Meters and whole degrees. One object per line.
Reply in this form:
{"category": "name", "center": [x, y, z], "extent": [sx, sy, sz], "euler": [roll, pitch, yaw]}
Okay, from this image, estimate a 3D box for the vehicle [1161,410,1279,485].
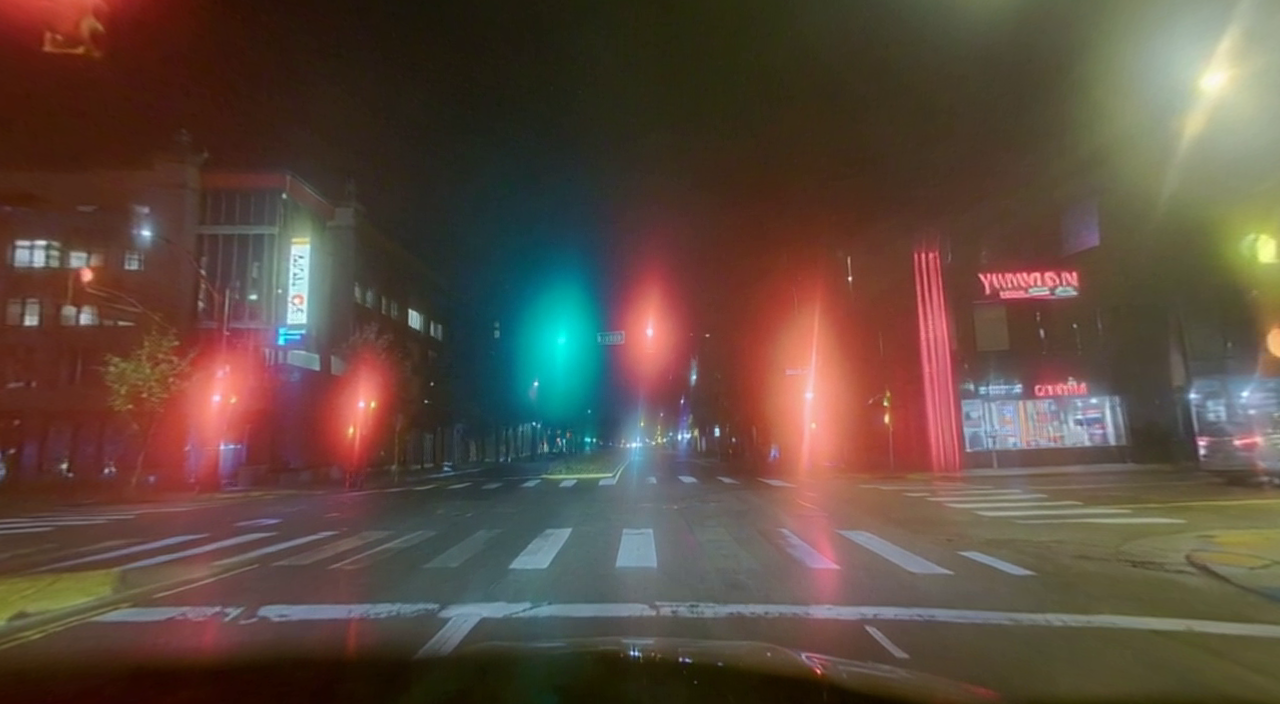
{"category": "vehicle", "center": [16.891, 2.470, 16.407], "extent": [4.836, 1.795, 1.957], "euler": [0, -8, 0]}
